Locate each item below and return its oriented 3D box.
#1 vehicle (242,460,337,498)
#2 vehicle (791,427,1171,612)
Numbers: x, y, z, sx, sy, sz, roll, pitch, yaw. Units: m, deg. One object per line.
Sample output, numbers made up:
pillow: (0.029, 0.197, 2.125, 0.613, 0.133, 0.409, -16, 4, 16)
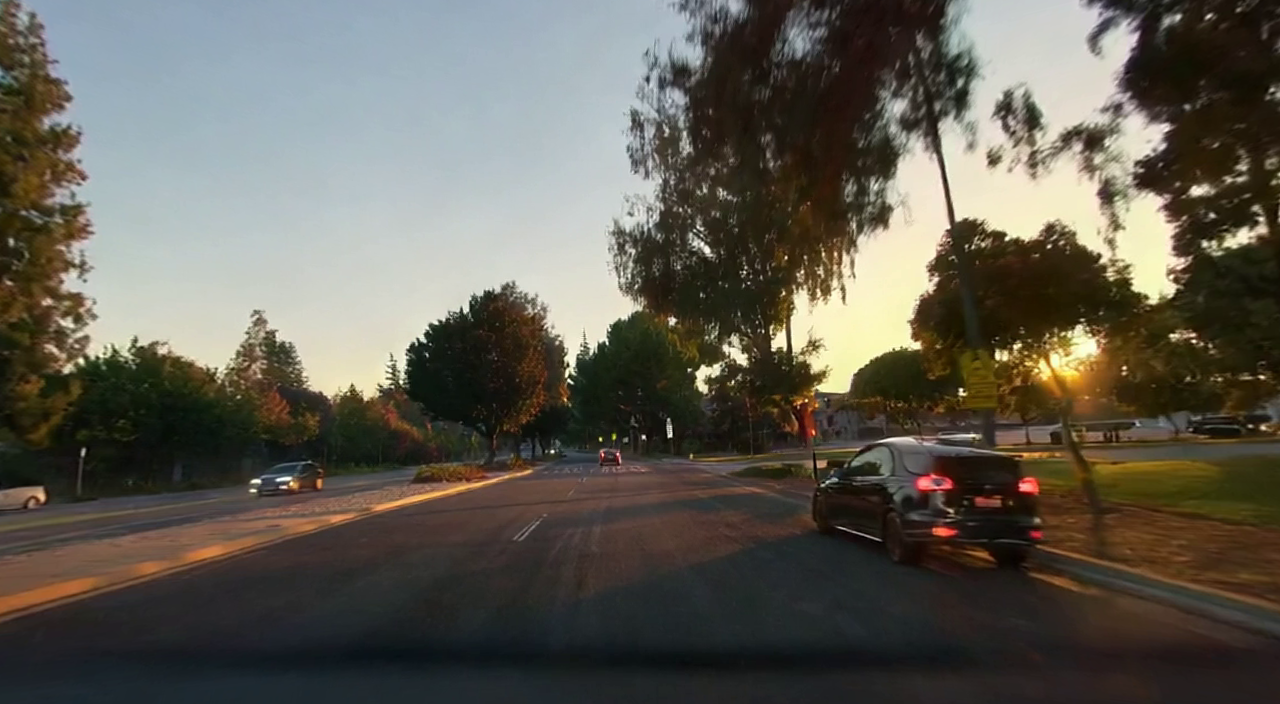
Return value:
vehicle: (-15.817, 5.721, 28.820, 1.880, 1.485, 4.476, 0, -8, -2)
vehicle: (3.354, 1.710, 7.458, 1.989, 1.504, 4.342, 0, -8, -1)
